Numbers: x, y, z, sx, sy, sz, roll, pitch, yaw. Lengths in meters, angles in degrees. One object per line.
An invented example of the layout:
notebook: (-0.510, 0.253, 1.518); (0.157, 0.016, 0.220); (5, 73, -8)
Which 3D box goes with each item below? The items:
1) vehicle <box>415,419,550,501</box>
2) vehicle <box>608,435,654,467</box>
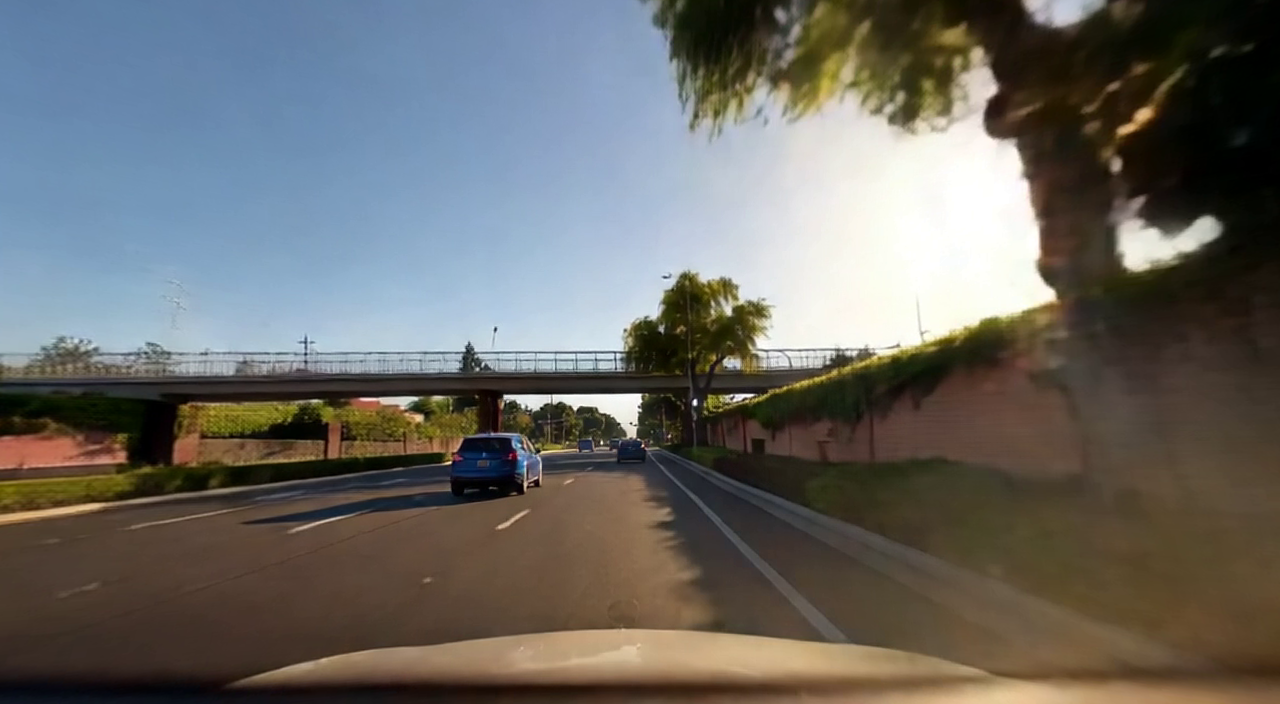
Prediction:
vehicle: (-3.822, 2.738, 16.327); (2.223, 1.771, 4.581); (-1, -8, 1)
vehicle: (-0.460, 5.026, 32.235); (2.205, 1.509, 4.272); (0, -8, -1)
